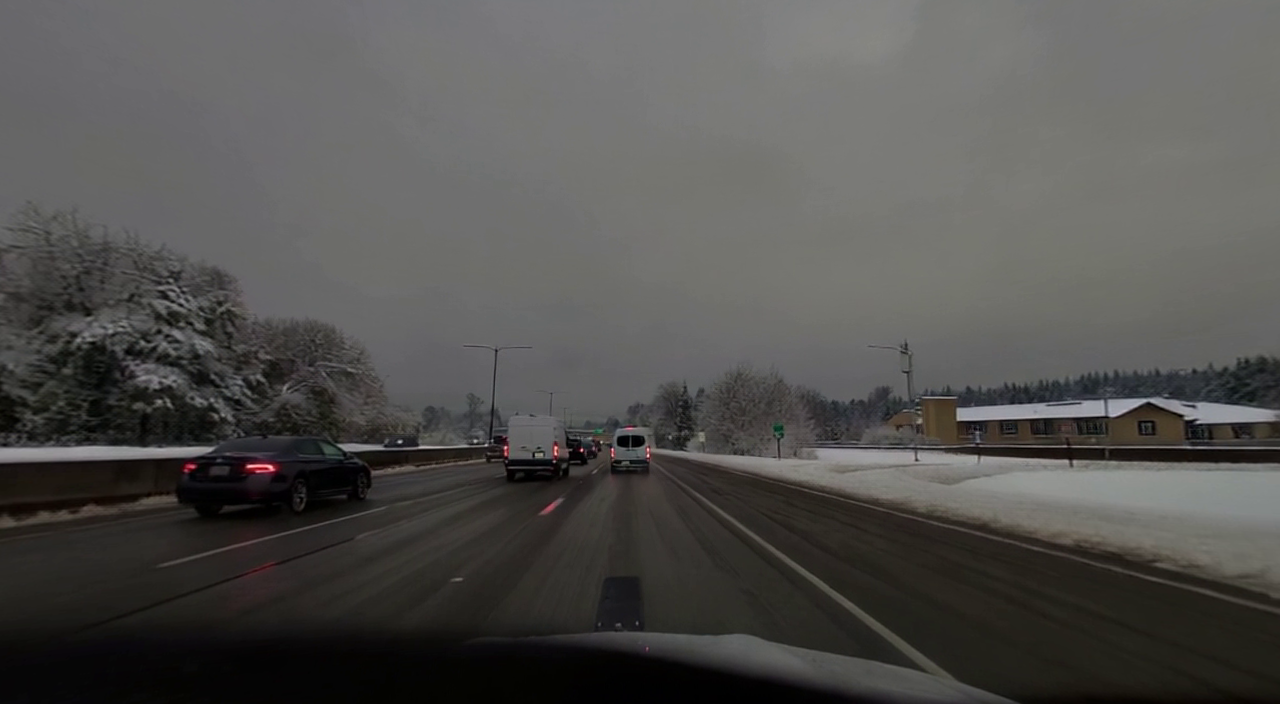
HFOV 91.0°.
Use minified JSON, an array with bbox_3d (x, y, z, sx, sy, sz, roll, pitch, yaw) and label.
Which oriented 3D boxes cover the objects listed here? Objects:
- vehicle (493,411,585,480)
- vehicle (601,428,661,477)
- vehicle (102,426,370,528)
[{"bbox_3d":[-3.647,3.584,24.107,2.504,2.276,5.933,0,-9,0],"label":"vehicle"},{"bbox_3d":[-0.330,4.036,25.440,2.207,1.807,4.199,0,-9,0],"label":"vehicle"},{"bbox_3d":[-7.003,2.205,11.697,1.959,1.493,4.575,0,-9,0],"label":"vehicle"}]
